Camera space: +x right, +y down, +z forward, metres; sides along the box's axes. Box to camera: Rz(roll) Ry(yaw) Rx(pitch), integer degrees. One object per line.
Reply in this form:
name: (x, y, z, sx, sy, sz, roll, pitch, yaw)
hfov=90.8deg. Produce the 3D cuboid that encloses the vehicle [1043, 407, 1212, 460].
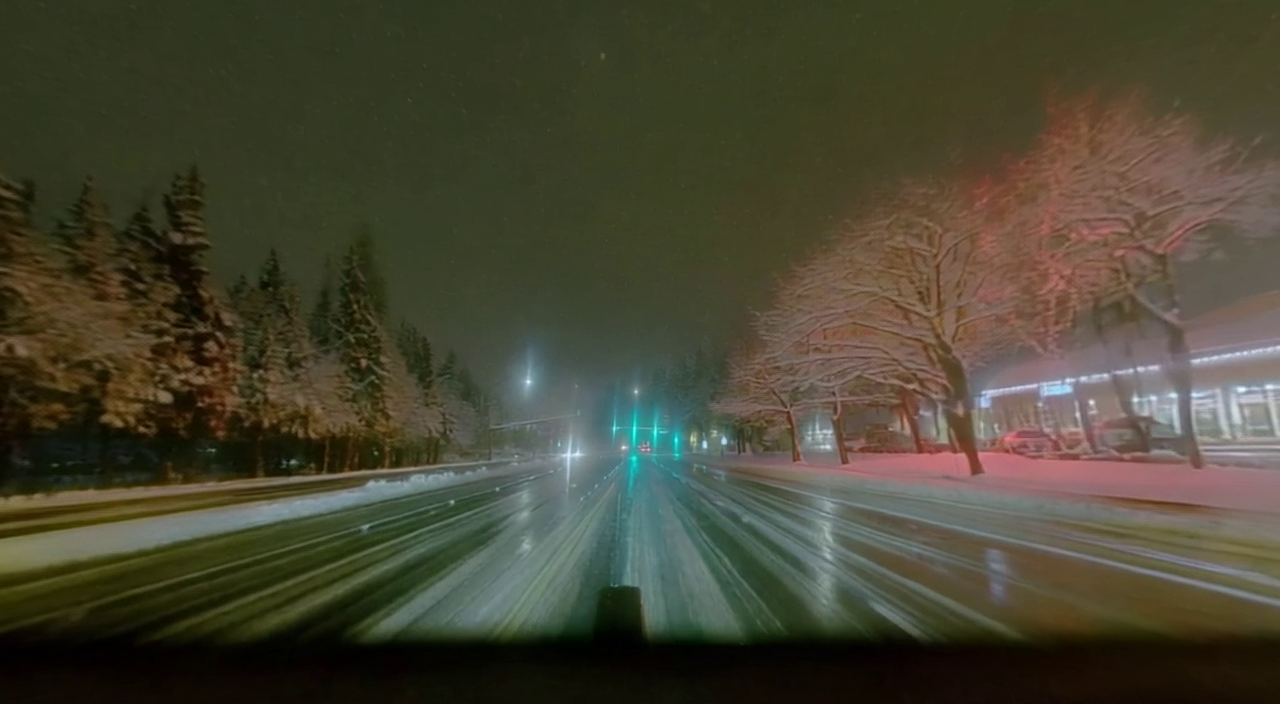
vehicle: (26.484, 4.485, 34.554, 7.147, 2.712, 2.343, 0, -8, 1)

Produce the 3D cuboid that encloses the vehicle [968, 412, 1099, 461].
vehicle: (26.306, 5.657, 42.474, 6.937, 2.503, 2.325, -6, -8, 2)
